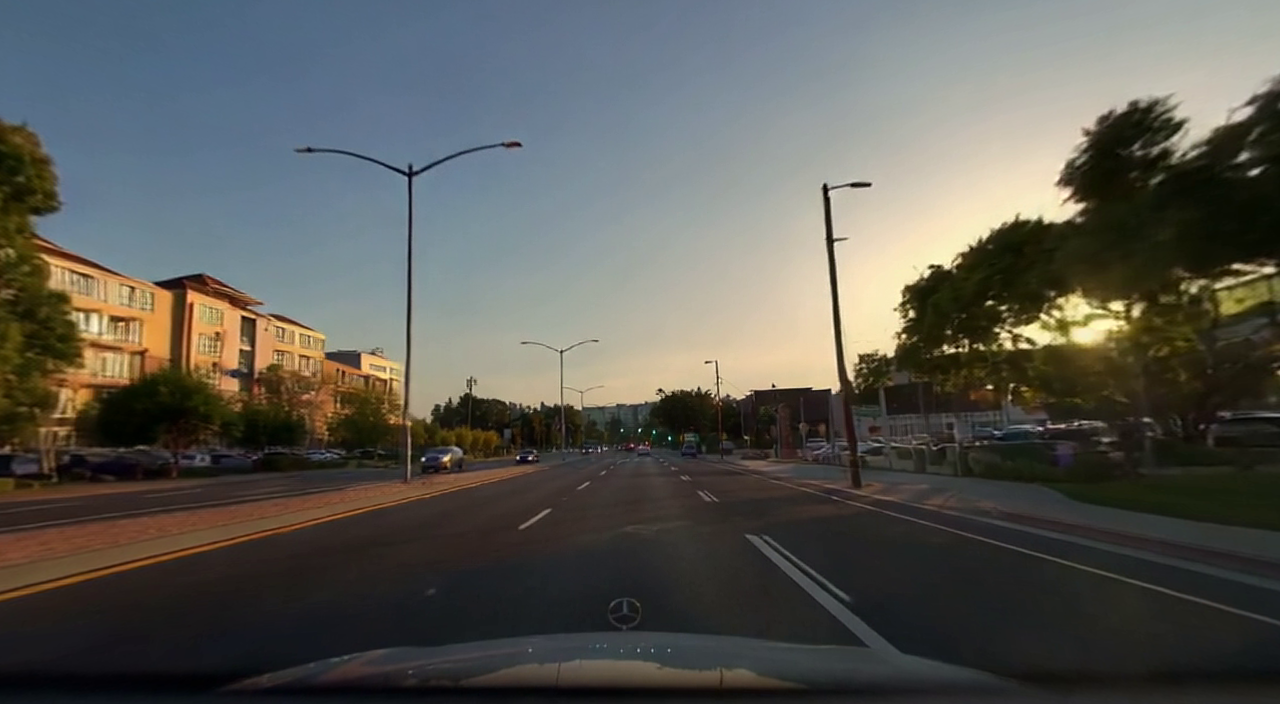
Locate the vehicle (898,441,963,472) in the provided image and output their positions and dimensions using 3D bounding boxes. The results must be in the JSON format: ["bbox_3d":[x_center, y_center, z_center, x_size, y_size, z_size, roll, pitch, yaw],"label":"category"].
[{"bbox_3d":[18.855,6.734,40.675,3.754,1.844,2.002,5,-10,-32],"label":"vehicle"}]

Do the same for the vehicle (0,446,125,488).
[{"bbox_3d":[-29.097,5.642,31.296,2.199,1.859,5.442,0,-8,-1],"label":"vehicle"}]

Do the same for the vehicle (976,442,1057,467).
[{"bbox_3d":[27.310,7.437,45.607,4.478,1.746,2.159,0,-8,2],"label":"vehicle"}]

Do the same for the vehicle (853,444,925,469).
[{"bbox_3d":[16.856,7.016,42.473,4.313,1.584,2.282,5,-9,-29],"label":"vehicle"}]

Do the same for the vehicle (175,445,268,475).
[{"bbox_3d":[-29.413,7.572,44.178,5.319,1.985,2.410,-2,-9,16],"label":"vehicle"}]

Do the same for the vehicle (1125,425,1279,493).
[{"bbox_3d":[17.067,3.033,17.935,4.720,1.769,2.229,1,-9,-6],"label":"vehicle"}]
